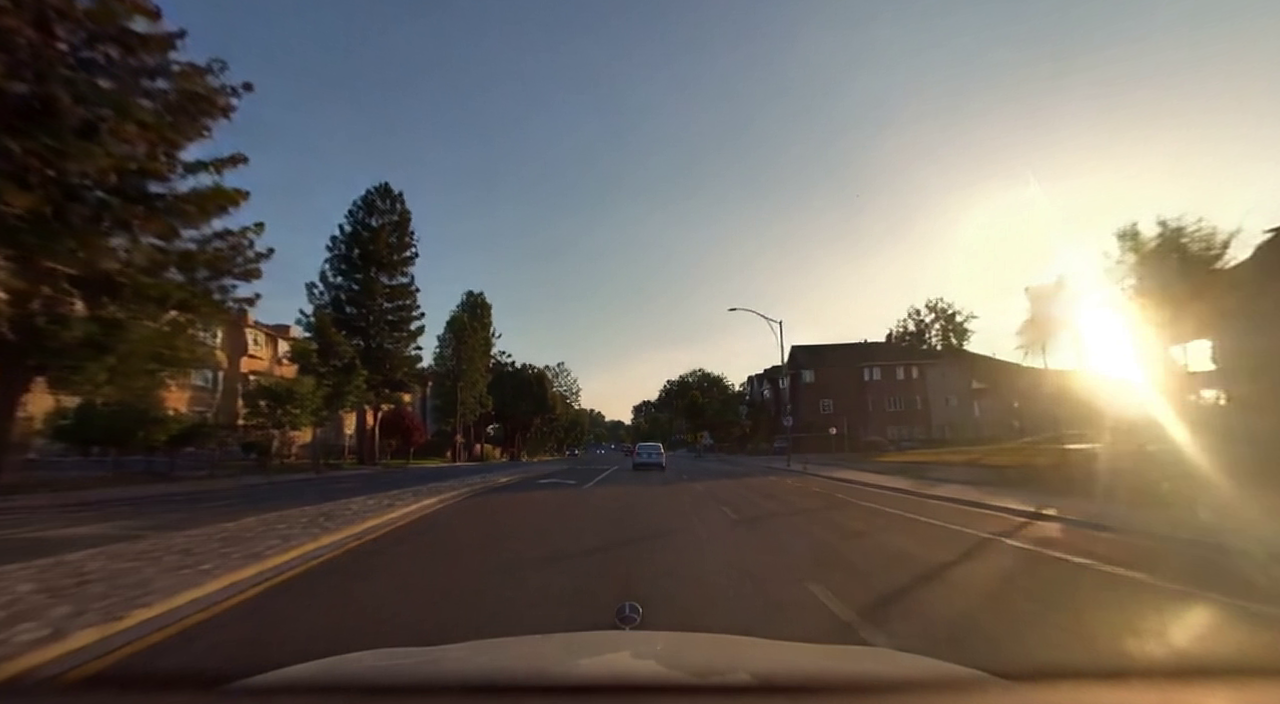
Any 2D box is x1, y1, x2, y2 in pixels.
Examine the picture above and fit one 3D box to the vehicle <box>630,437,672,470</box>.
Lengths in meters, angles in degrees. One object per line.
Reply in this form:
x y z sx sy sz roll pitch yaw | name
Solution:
0.568 5.868 36.487 2.165 1.783 4.391 0 -9 -2 | vehicle
